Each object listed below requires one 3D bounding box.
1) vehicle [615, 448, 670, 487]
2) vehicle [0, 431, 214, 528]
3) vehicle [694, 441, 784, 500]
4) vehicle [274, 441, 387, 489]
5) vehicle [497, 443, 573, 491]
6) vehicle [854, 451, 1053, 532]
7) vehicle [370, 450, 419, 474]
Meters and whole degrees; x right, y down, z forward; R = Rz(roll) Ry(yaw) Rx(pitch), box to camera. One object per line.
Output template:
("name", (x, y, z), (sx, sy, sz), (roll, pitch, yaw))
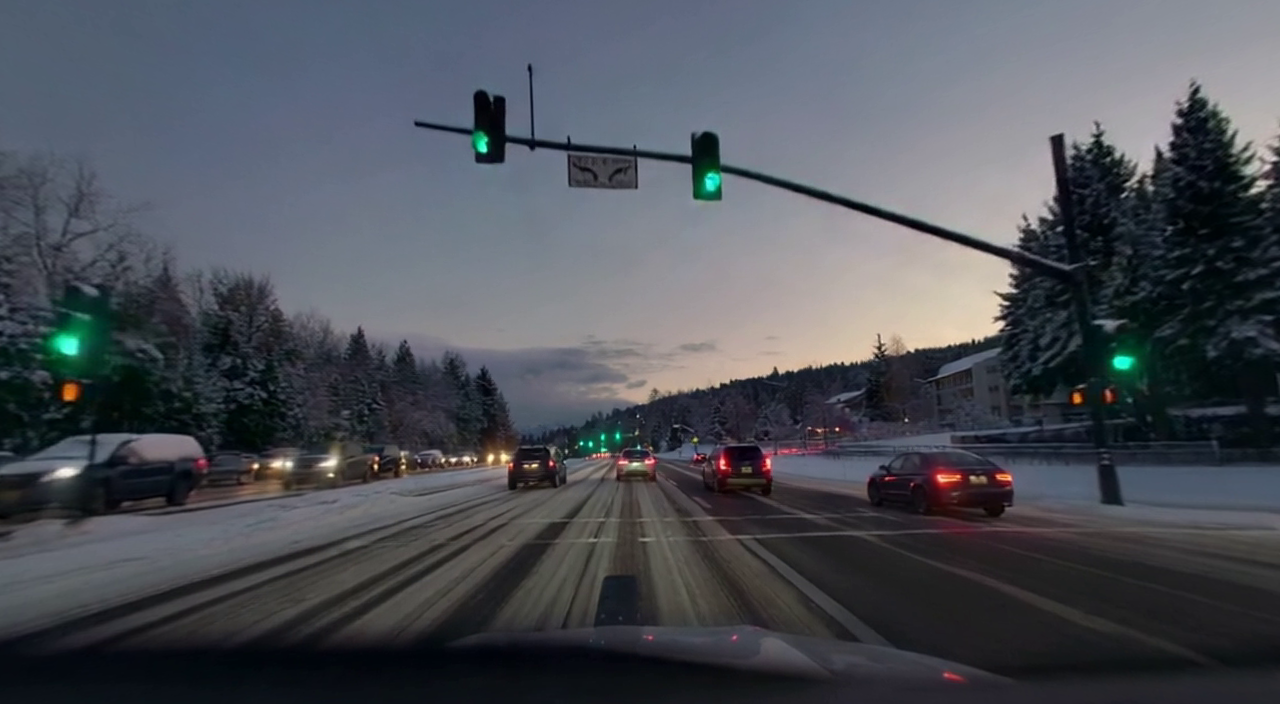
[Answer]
("vehicle", (0.050, 4.929, 27.297), (2.155, 1.486, 4.403), (0, -8, -1))
("vehicle", (-12.379, 2.715, 14.154), (2.208, 1.773, 4.900), (0, -8, 0))
("vehicle", (3.119, 3.828, 20.892), (2.161, 1.716, 4.194), (0, -9, -2))
("vehicle", (-12.693, 4.642, 26.391), (2.259, 1.804, 4.990), (0, -9, -1))
("vehicle", (-3.944, 4.401, 24.471), (2.172, 1.671, 4.175), (0, -8, 0))
("vehicle", (6.378, 2.839, 13.537), (1.945, 1.408, 4.288), (0, -9, -2))
("vehicle", (-19.194, 8.589, 49.607), (2.186, 1.676, 4.444), (-1, -8, -1))
